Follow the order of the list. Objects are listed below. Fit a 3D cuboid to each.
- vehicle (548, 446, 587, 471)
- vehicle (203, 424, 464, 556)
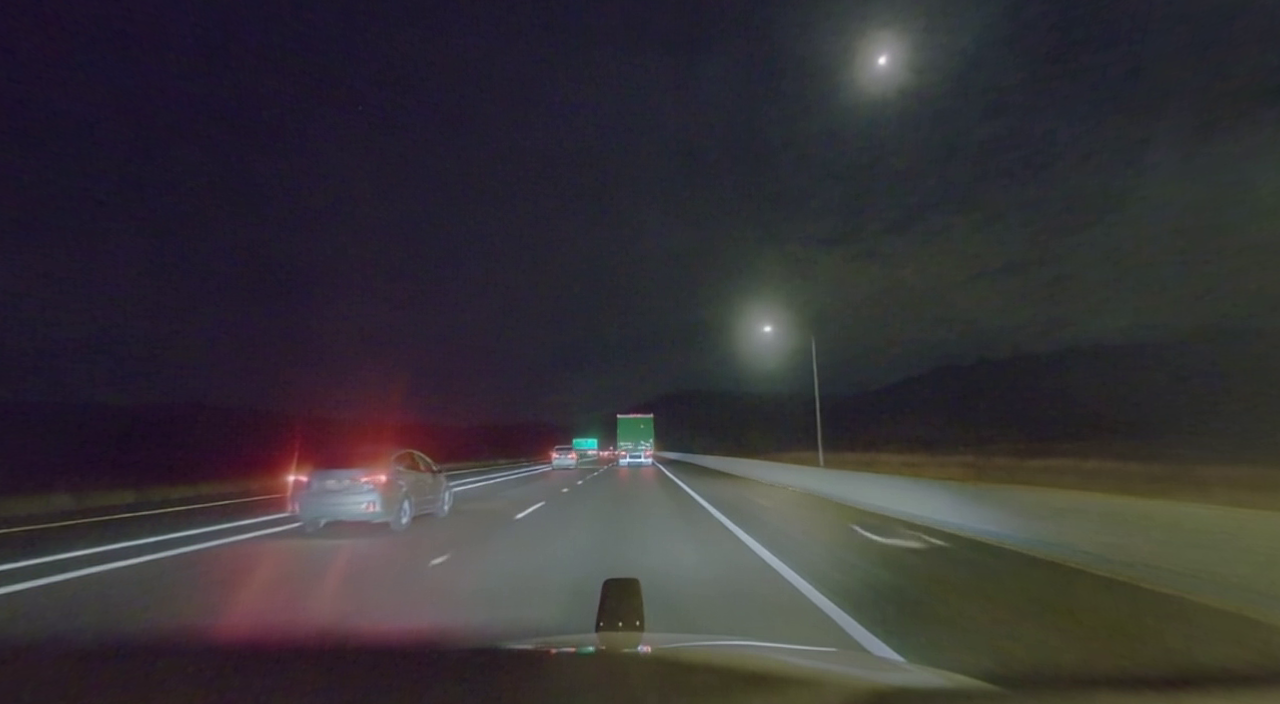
[{"bbox_3d":[-4.495,6.672,39.704,1.978,1.507,4.062,0,-9,0],"label":"vehicle"},{"bbox_3d":[-4.407,2.041,10.009,1.991,1.618,4.211,0,-9,0],"label":"vehicle"}]
